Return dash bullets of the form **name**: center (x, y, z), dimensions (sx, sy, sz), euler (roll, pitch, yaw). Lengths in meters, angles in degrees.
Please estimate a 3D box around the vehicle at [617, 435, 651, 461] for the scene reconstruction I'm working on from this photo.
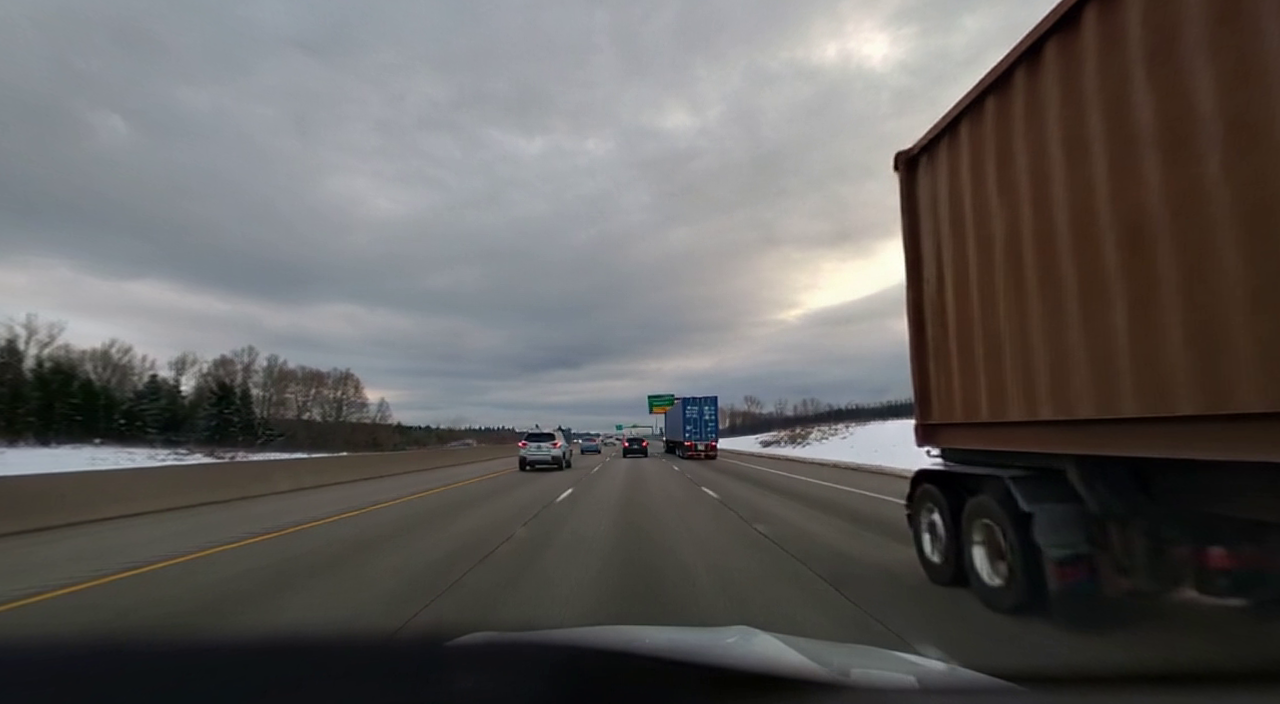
- **vehicle**: center (-0.412, 6.058, 39.849), dimensions (2.088, 1.567, 4.240), euler (0, -8, -1)

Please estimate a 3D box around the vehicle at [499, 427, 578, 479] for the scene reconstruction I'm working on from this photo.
- **vehicle**: center (-3.490, 3.560, 22.488), dimensions (2.054, 1.671, 4.445), euler (0, -8, 0)

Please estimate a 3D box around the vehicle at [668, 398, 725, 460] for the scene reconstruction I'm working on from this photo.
- **vehicle**: center (3.718, 5.348, 43.290), dimensions (2.883, 3.836, 7.894), euler (0, -8, -2)
